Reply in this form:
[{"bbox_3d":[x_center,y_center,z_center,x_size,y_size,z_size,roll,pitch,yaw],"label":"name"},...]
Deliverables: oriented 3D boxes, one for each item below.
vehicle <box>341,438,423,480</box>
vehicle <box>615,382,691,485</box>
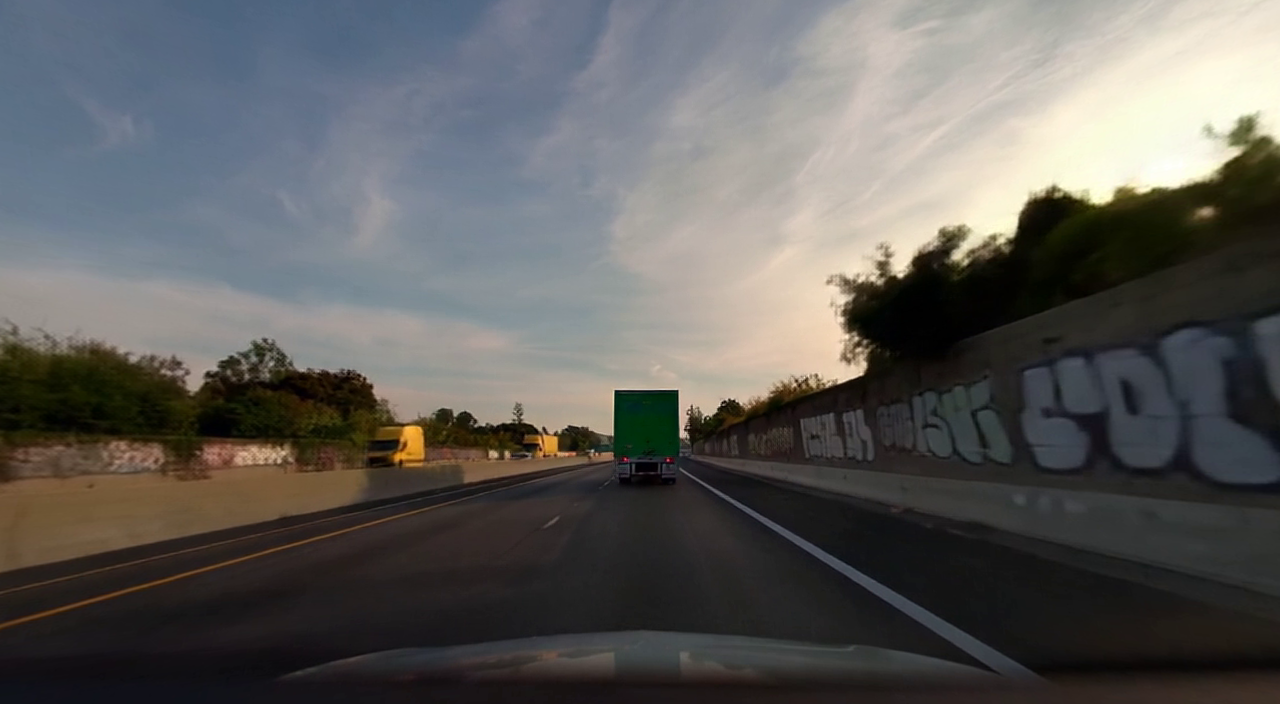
[{"bbox_3d":[-16.512,6.867,40.816,2.427,2.440,6.745,0,-9,0],"label":"vehicle"},{"bbox_3d":[0.389,3.942,29.462,2.900,3.955,10.151,0,-9,-1],"label":"vehicle"}]
